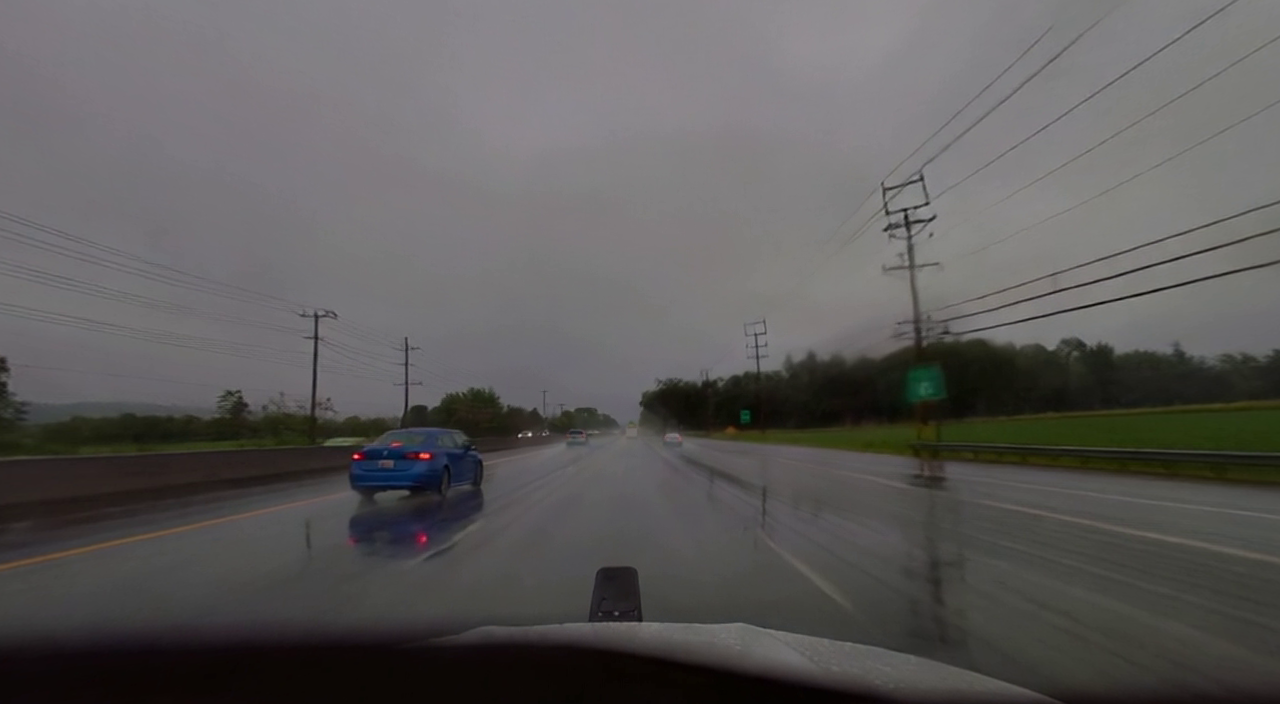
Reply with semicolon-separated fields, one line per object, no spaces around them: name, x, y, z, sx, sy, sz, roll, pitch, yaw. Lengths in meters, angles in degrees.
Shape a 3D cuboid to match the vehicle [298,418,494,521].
vehicle;-4.283;2.103;11.899;2.023;1.580;4.259;0;-8;-1
